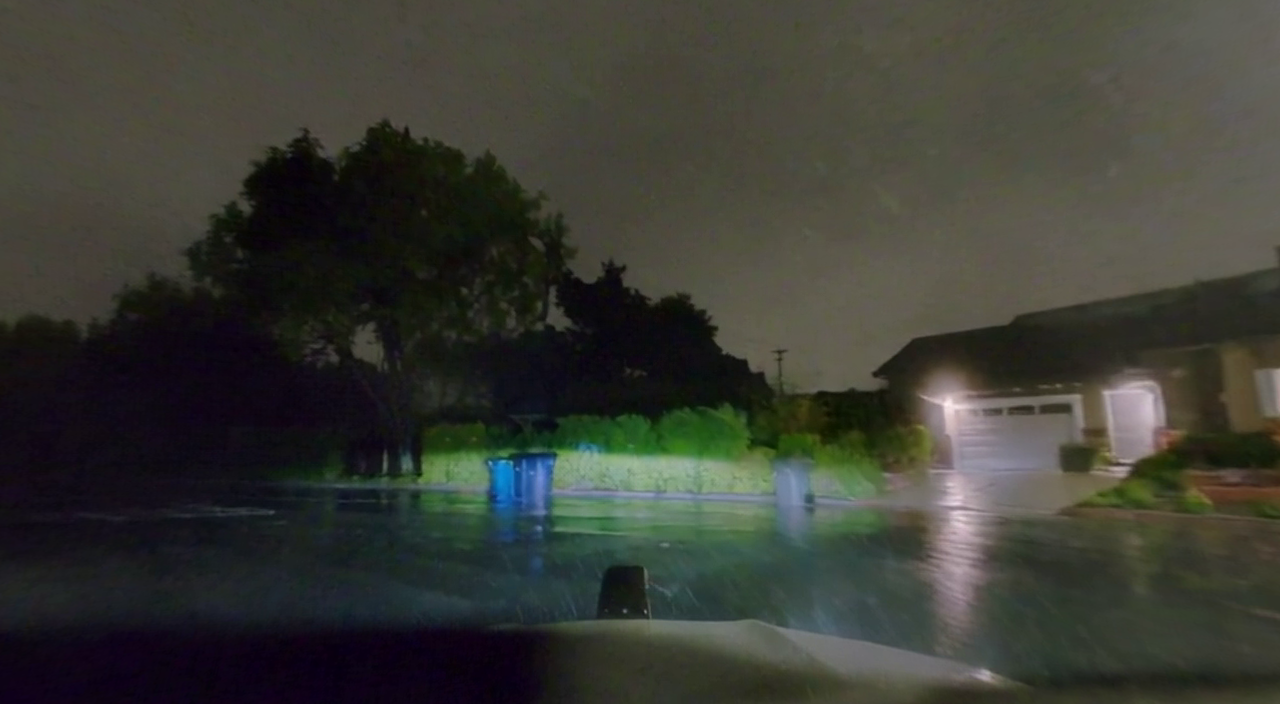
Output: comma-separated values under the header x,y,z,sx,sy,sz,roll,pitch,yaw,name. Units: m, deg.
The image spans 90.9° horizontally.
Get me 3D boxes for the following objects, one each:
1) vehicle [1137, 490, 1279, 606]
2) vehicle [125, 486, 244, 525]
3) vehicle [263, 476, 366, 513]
x,y,z,sx,sy,sz,roll,pitch,yaw,name
11.303,3.518,11.874,1.860,1.477,4.629,-5,-9,24,vehicle
-21.420,7.168,29.725,4.315,1.435,1.804,7,-10,-38,vehicle
-17.181,7.597,33.522,2.019,1.697,4.310,-2,-14,25,vehicle
